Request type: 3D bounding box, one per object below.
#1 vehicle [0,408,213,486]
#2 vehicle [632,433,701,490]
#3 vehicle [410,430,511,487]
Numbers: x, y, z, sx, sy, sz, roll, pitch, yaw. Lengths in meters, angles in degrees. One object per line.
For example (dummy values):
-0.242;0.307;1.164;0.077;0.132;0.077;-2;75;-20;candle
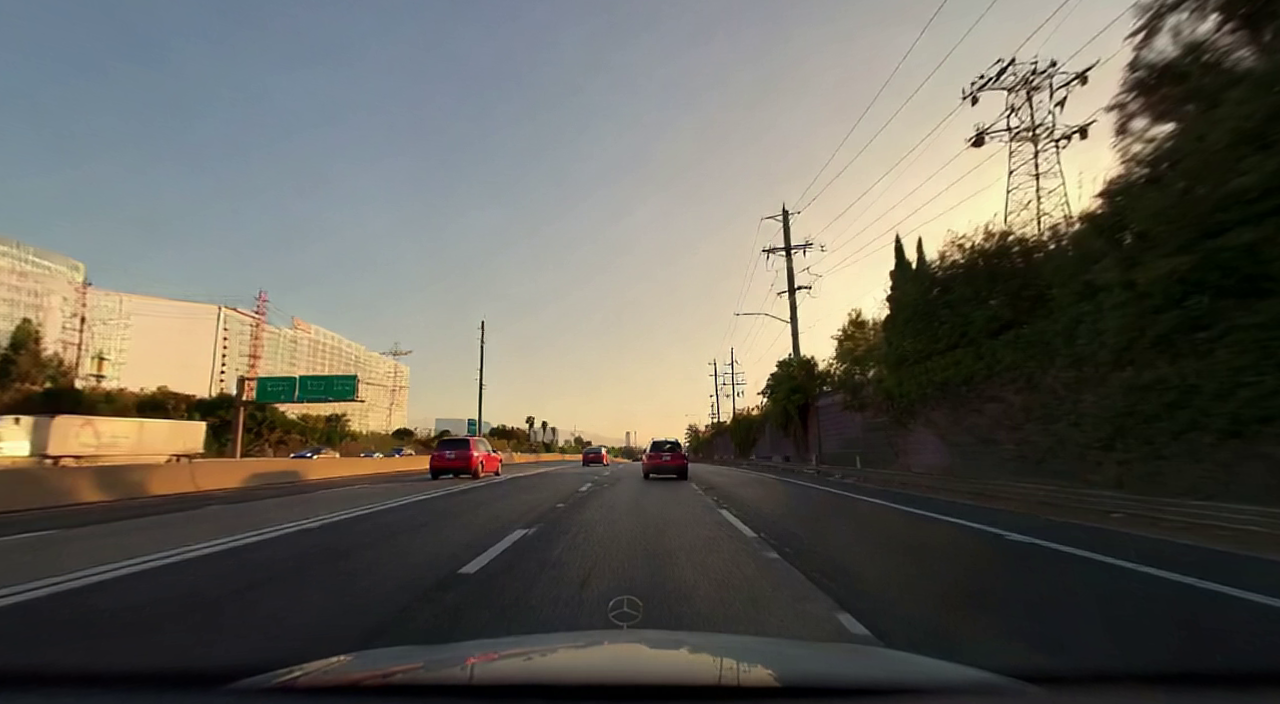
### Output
-27.376;4.744;31.576;2.964;3.111;12.904;0;-8;0;vehicle
0.828;3.702;21.623;2.134;1.733;4.049;0;-8;0;vehicle
-6.294;3.795;22.798;2.220;1.841;4.516;0;-8;1;vehicle
